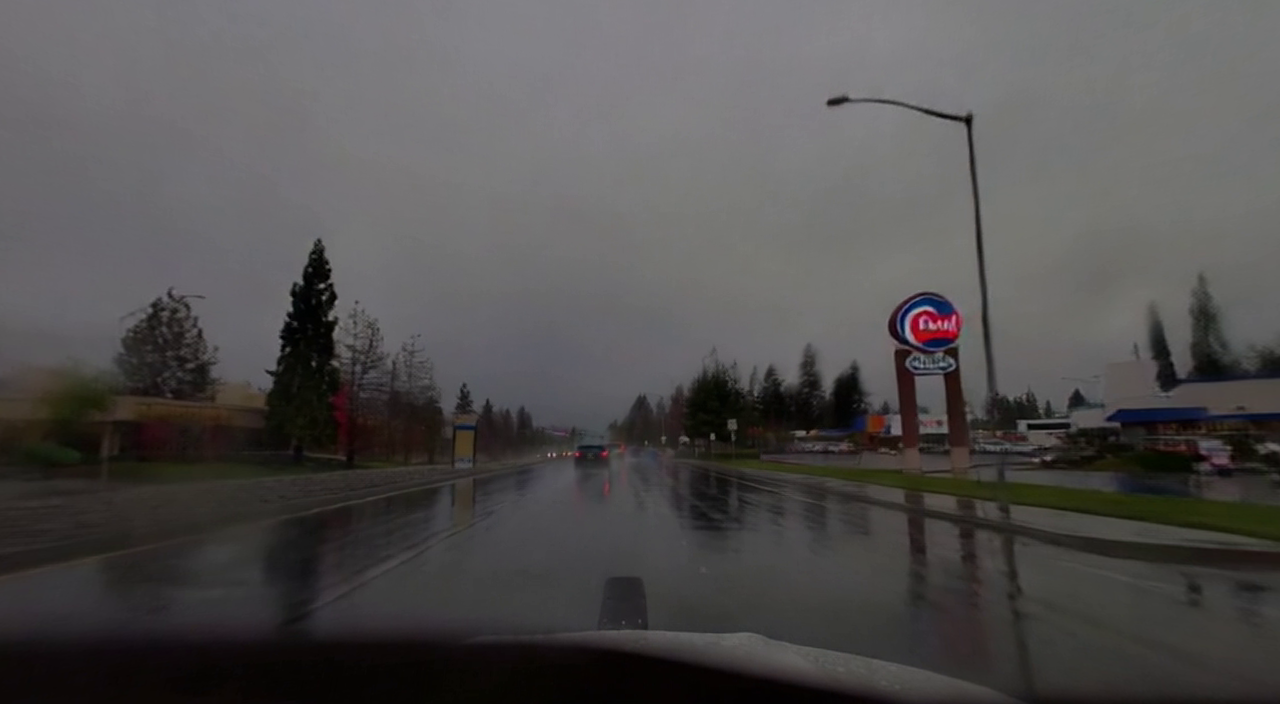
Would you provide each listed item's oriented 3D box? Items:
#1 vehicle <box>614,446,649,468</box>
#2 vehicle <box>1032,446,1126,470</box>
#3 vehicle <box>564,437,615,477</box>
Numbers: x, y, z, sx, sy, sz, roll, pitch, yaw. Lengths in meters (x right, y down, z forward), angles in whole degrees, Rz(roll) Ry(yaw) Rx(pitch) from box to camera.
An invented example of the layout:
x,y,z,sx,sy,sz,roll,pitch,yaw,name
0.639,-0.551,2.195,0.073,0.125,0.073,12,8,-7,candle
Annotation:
x,y,z,sx,sy,sz,roll,pitch,yaw,name
-0.657,7.396,44.506,2.113,1.446,4.309,1,-8,-6,vehicle
26.689,6.416,38.248,4.375,1.400,2.017,1,-8,-6,vehicle
-2.510,5.402,32.555,2.222,1.899,5.006,0,-8,0,vehicle
